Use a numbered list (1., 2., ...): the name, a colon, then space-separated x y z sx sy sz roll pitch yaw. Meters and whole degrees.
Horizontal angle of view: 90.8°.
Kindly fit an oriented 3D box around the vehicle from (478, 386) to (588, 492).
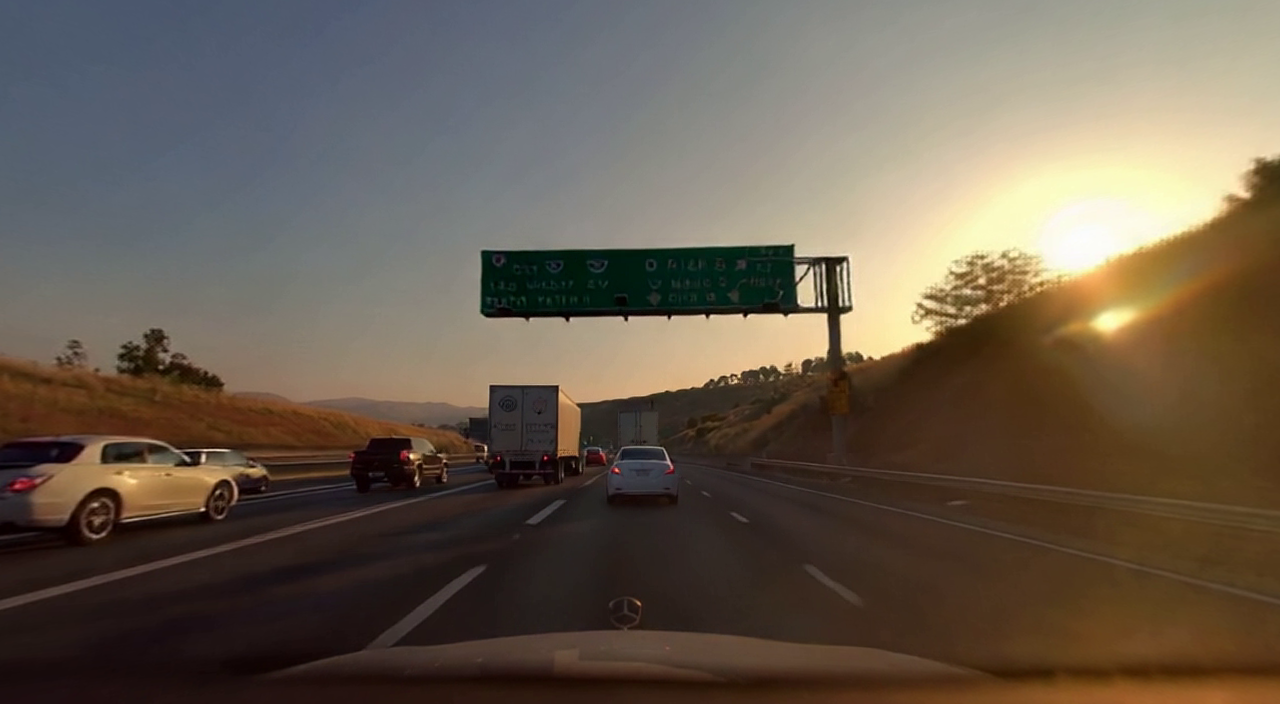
1. vehicle: -3.729 3.321 23.884 2.812 3.342 7.248 -1 -9 1

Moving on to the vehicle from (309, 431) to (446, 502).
1. vehicle: -7.289 3.215 18.090 1.952 1.746 4.332 -1 -9 1

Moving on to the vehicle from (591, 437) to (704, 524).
1. vehicle: 0.092 2.546 12.951 1.995 1.495 3.380 0 -9 -1

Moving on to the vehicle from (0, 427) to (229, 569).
1. vehicle: -7.880 1.800 8.221 1.879 1.521 4.623 -1 -9 1
